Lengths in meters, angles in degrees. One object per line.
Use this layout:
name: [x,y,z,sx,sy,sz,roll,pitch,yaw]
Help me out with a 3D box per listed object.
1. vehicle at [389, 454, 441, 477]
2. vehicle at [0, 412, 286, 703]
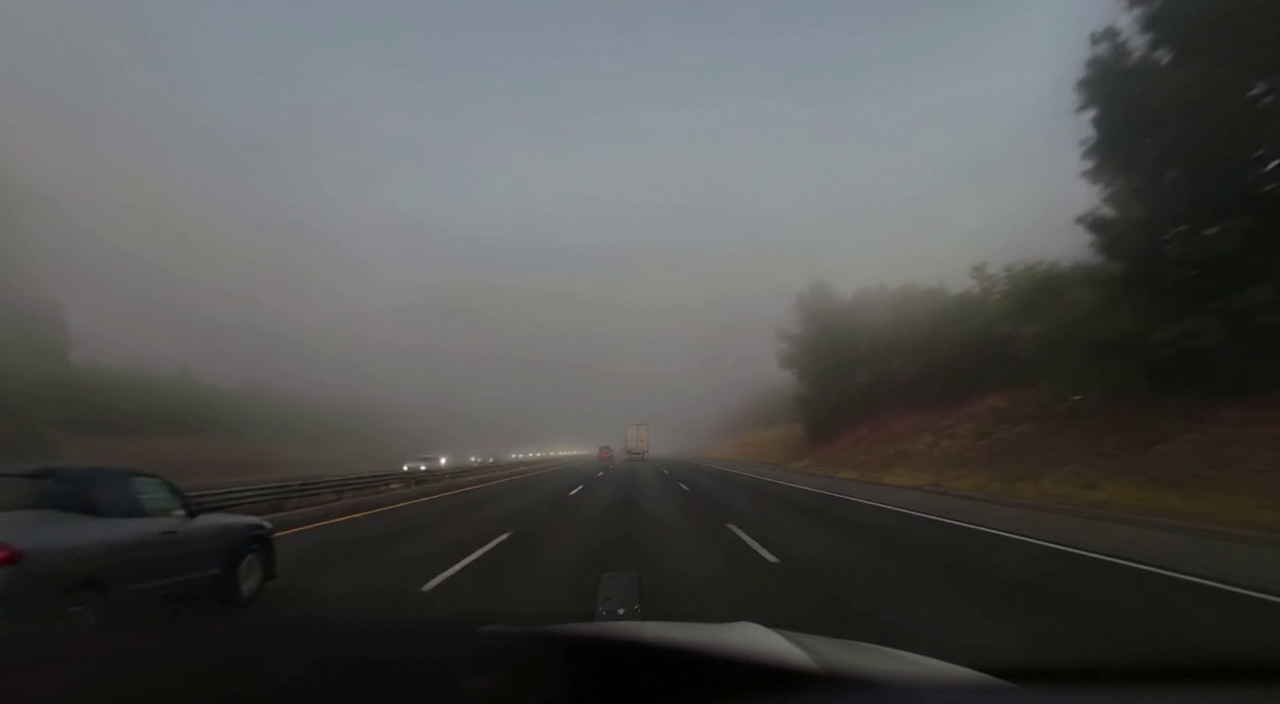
vehicle: [-15.861,8.003,44.691,1.970,1.474,4.595,0,-9,0]
vehicle: [-4.227,1.138,3.528,2.051,1.537,4.111,0,-9,0]
